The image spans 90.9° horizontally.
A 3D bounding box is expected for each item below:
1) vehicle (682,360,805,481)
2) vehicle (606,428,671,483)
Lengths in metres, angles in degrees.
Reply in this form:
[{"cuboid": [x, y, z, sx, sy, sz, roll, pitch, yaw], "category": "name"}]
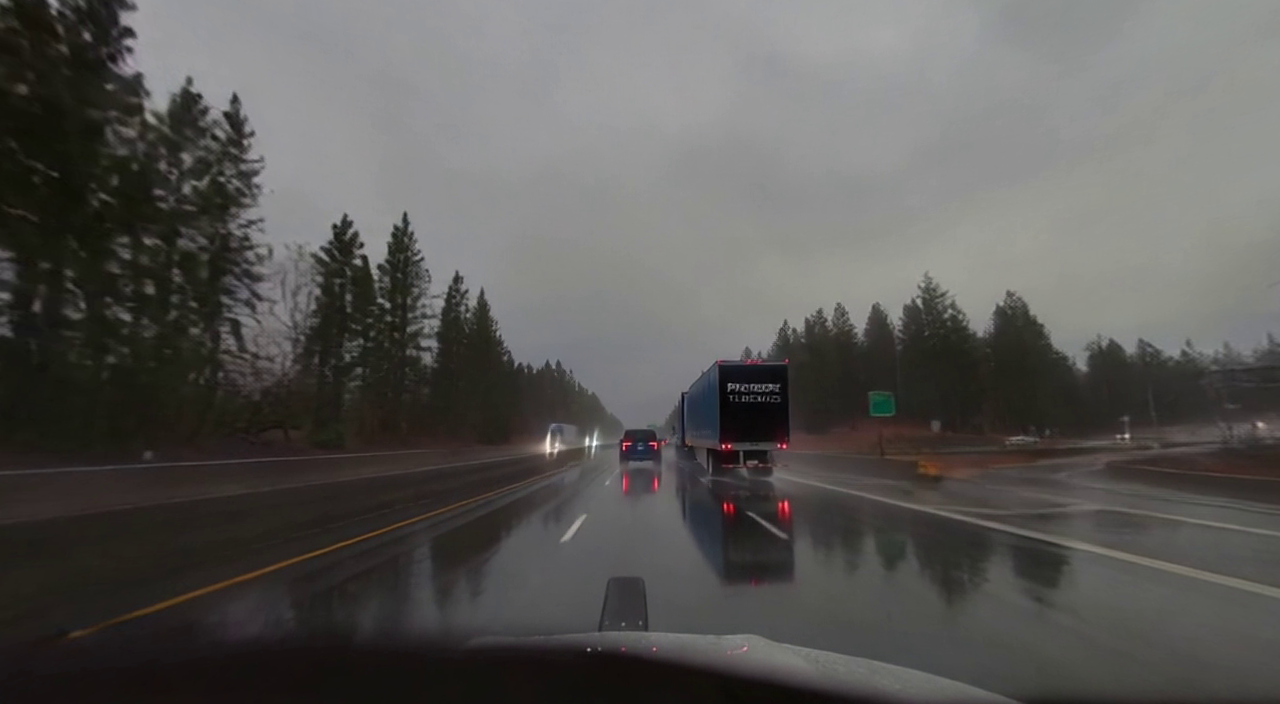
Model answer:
[{"cuboid": [4.079, 3.577, 29.934, 2.899, 4.160, 16.621, 0, -9, -1], "category": "vehicle"}, {"cuboid": [-0.067, 3.854, 23.739, 2.222, 1.848, 4.610, 0, -9, 0], "category": "vehicle"}]
